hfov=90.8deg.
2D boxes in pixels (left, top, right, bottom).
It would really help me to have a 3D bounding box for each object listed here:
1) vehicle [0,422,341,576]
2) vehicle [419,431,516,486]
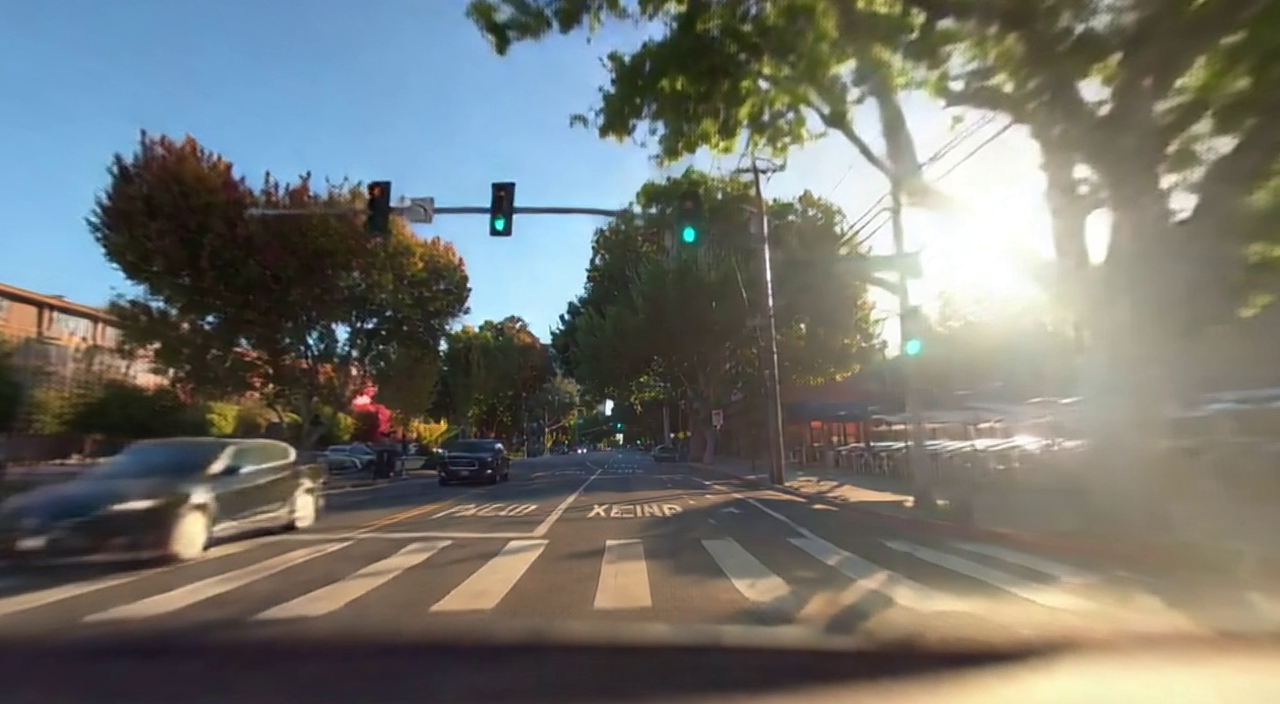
[{"bbox_3d":[-6.350,1.891,8.957,2.019,1.596,4.608,0,-9,-1],"label":"vehicle"},{"bbox_3d":[-6.778,4.268,25.559,2.545,1.943,5.168,0,-9,-1],"label":"vehicle"}]
